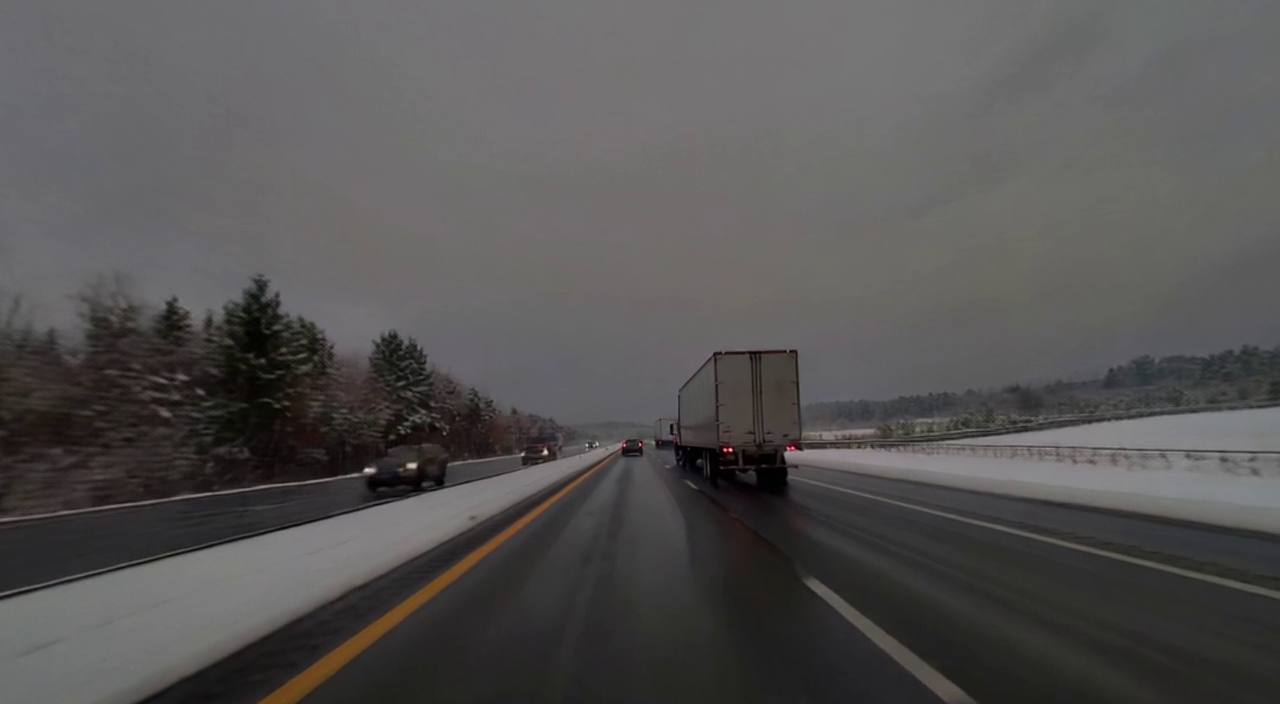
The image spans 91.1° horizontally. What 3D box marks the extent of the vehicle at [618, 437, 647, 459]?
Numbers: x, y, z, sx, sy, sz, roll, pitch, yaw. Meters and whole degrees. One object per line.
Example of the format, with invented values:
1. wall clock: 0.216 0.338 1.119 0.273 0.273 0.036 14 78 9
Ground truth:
1. vehicle: -0.603 7.499 49.489 2.192 1.623 4.887 0 -8 -1

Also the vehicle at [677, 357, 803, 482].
1. vehicle: 3.618 3.074 27.190 2.919 4.004 13.911 0 -8 -1

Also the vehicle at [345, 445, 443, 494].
1. vehicle: -8.484 4.048 22.073 1.857 1.509 4.010 0 -8 0
